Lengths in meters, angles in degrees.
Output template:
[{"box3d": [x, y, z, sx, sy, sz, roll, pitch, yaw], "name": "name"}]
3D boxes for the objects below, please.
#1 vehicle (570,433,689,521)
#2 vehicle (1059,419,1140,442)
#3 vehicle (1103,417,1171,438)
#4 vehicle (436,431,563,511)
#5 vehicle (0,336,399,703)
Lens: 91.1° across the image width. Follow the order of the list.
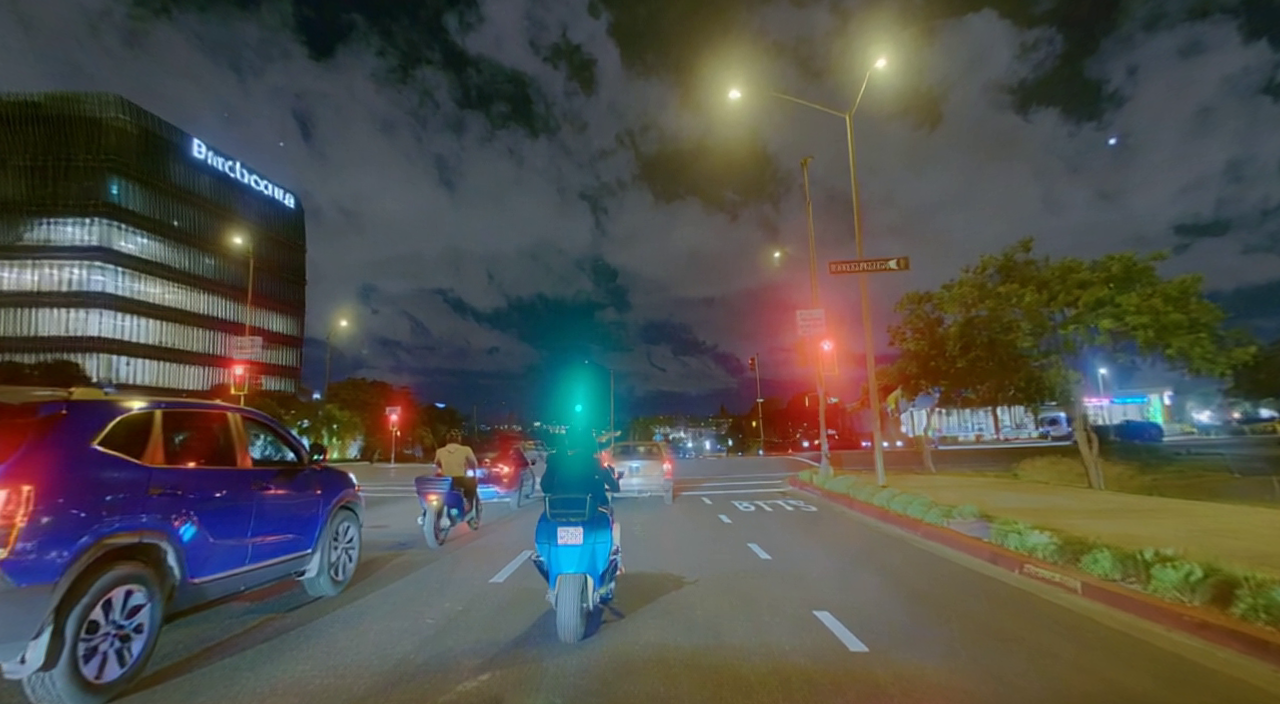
[{"box3d": [-0.134, 2.427, 12.740, 2.025, 1.458, 4.085, 0, -8, 1], "name": "vehicle"}, {"box3d": [30.727, 5.279, 42.083, 1.751, 1.420, 4.027, 8, -12, -43], "name": "vehicle"}, {"box3d": [36.782, 5.605, 46.545, 1.625, 1.449, 3.557, 6, -11, -38], "name": "vehicle"}, {"box3d": [-3.152, 2.767, 15.060, 1.935, 1.615, 4.073, -1, -8, 3], "name": "vehicle"}, {"box3d": [-3.609, 1.130, 4.452, 2.000, 1.809, 4.405, 0, -8, 1], "name": "vehicle"}]
